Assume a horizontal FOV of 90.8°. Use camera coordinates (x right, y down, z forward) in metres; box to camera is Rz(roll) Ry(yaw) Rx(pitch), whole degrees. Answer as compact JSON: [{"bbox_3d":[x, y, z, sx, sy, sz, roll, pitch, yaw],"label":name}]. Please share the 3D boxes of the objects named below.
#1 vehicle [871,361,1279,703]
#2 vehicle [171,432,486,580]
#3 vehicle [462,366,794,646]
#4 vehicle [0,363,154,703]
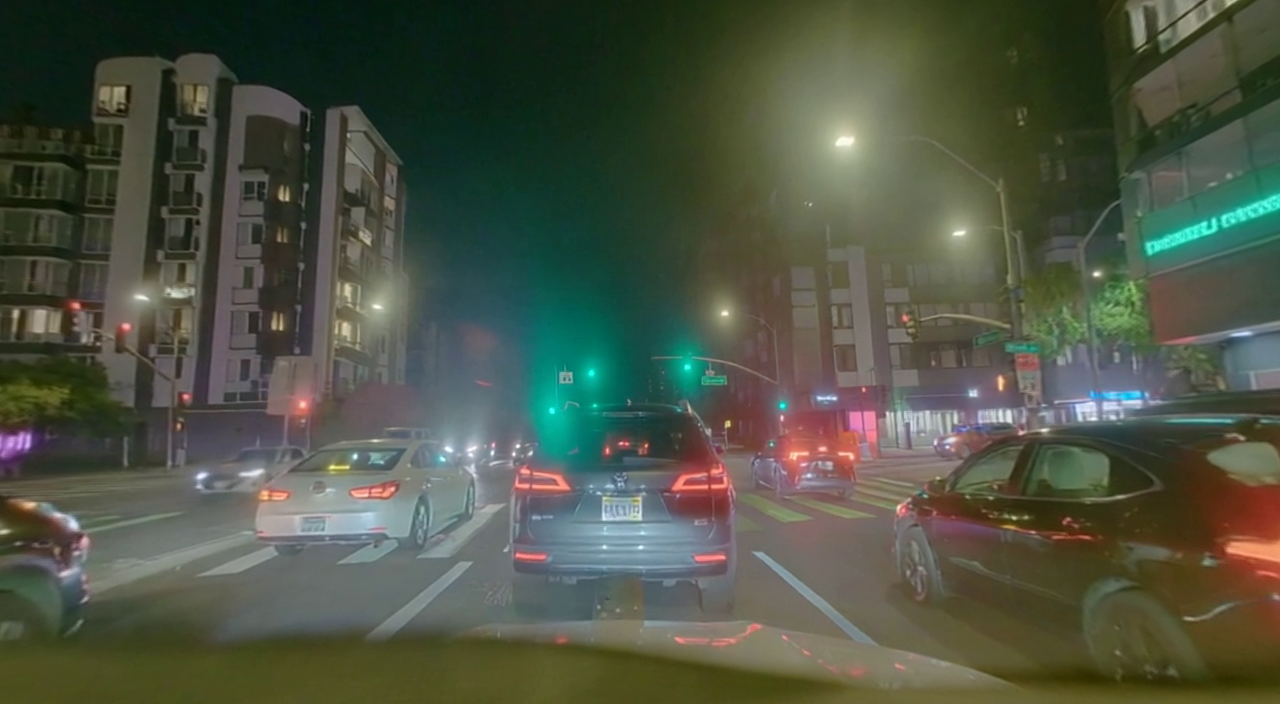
[{"bbox_3d":[3.177,1.072,3.825,1.906,1.608,4.137,0,-8,-1],"label":"vehicle"},{"bbox_3d":[-3.788,1.935,8.924,2.055,1.488,4.733,0,-8,0],"label":"vehicle"},{"bbox_3d":[-0.106,1.409,6.967,2.206,1.858,5.332,0,-8,0],"label":"vehicle"},{"bbox_3d":[-3.819,0.641,0.931,2.126,1.693,5.289,0,-8,-2],"label":"vehicle"}]
